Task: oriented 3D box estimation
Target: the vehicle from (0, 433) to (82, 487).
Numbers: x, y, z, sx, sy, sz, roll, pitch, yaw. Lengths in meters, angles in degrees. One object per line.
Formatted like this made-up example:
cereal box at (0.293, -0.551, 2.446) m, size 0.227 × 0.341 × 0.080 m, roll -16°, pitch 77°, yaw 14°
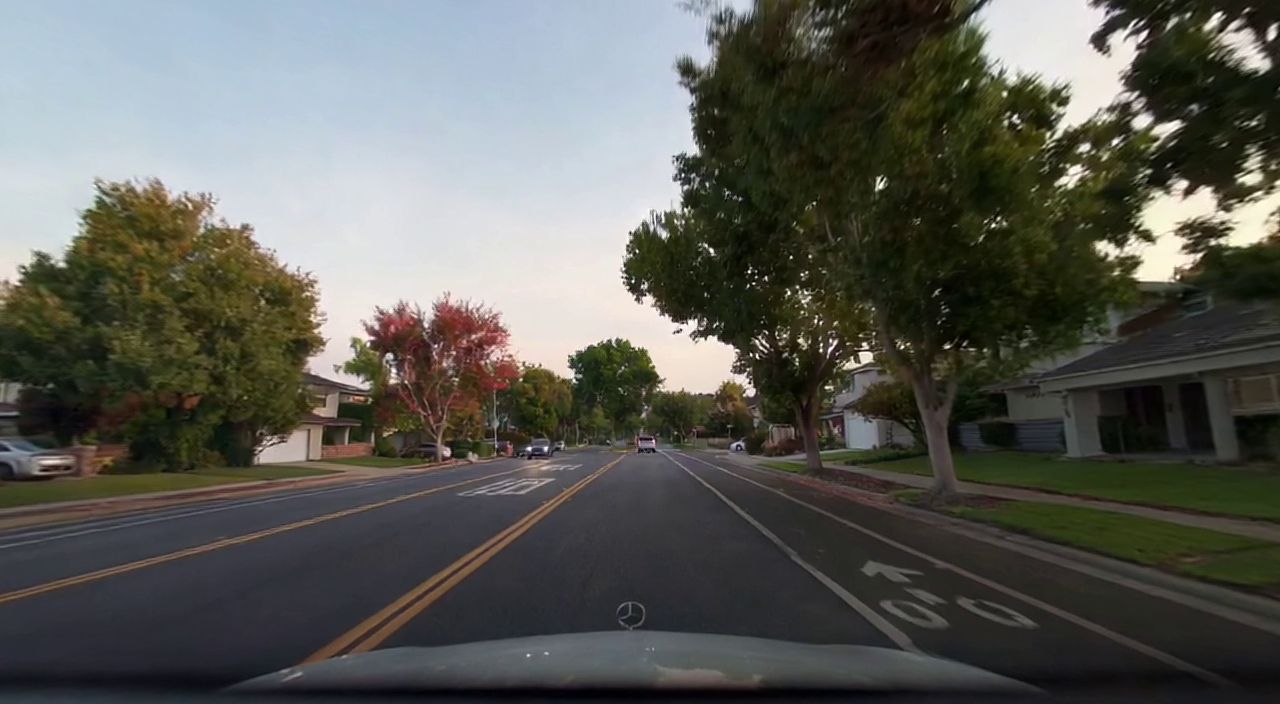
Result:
vehicle at (-20.697, 3.496, 20.621) m, size 1.930 × 1.617 × 4.076 m, roll 2°, pitch -9°, yaw -15°

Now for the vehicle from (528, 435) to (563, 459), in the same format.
vehicle at (-7.129, 7.195, 47.855) m, size 1.977 × 1.753 × 4.128 m, roll 0°, pitch -8°, yaw 1°
